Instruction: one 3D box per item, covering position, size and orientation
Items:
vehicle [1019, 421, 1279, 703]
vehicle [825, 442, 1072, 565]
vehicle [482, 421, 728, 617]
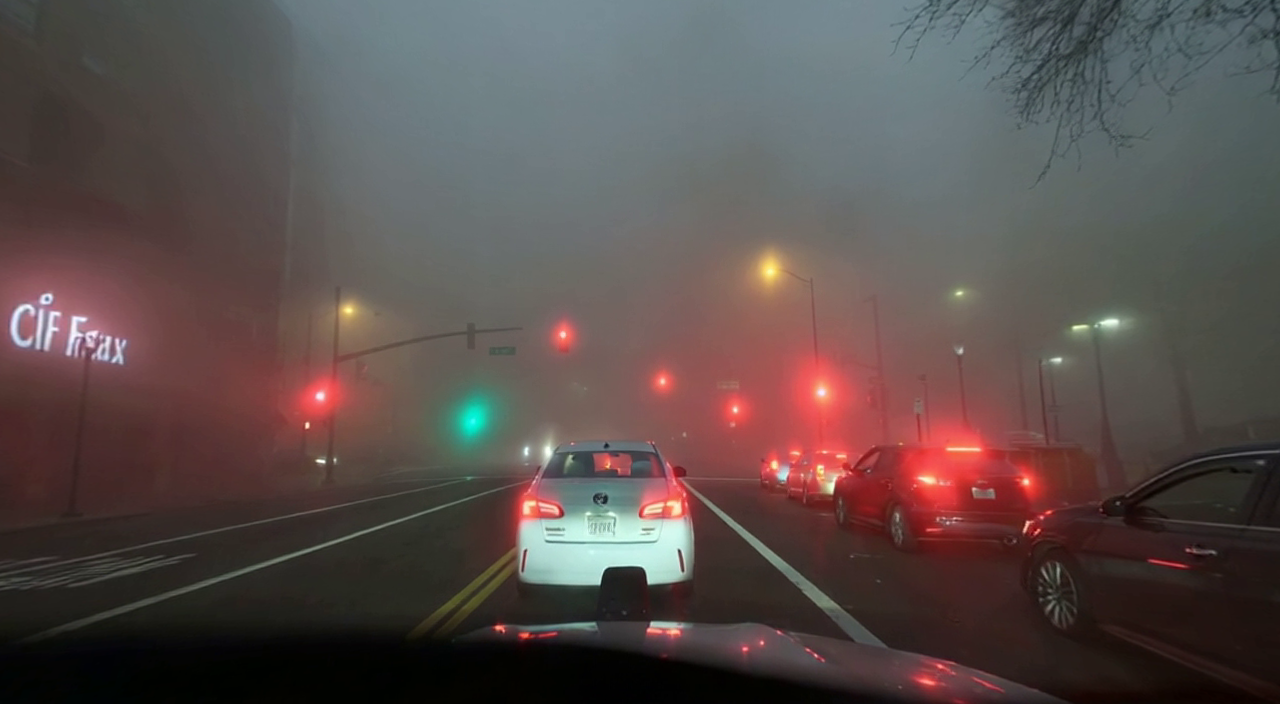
[{"bbox_3d":[3.178,0.826,1.107,2.006,1.496,4.767,0,-9,-1],"label":"vehicle"},{"bbox_3d":[4.551,2.241,10.267,1.912,1.505,4.618,-1,-8,4],"label":"vehicle"},{"bbox_3d":[-0.279,1.566,6.786,1.888,1.489,3.703,0,-8,0],"label":"vehicle"}]
